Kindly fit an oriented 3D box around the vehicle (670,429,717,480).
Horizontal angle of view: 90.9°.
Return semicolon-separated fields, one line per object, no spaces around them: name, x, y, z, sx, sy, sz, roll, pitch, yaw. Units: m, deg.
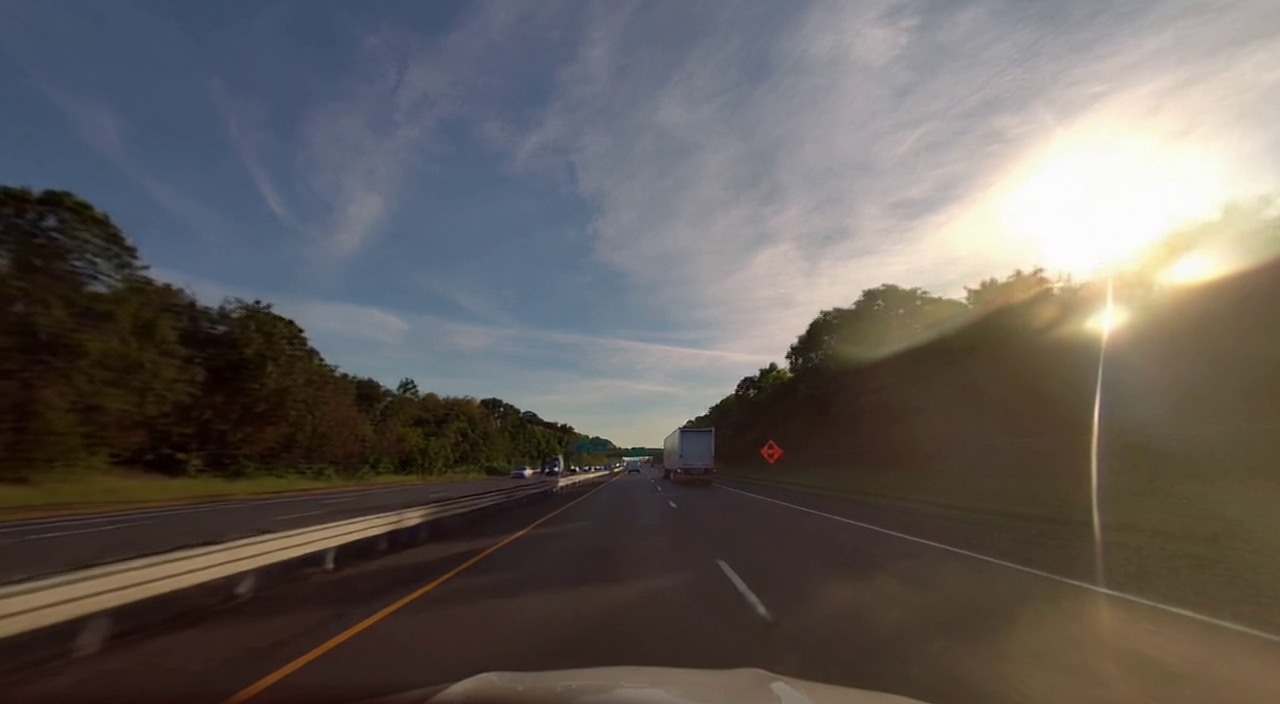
vehicle;3.954;7.787;47.984;2.806;3.499;5.698;-2;-9;-1
